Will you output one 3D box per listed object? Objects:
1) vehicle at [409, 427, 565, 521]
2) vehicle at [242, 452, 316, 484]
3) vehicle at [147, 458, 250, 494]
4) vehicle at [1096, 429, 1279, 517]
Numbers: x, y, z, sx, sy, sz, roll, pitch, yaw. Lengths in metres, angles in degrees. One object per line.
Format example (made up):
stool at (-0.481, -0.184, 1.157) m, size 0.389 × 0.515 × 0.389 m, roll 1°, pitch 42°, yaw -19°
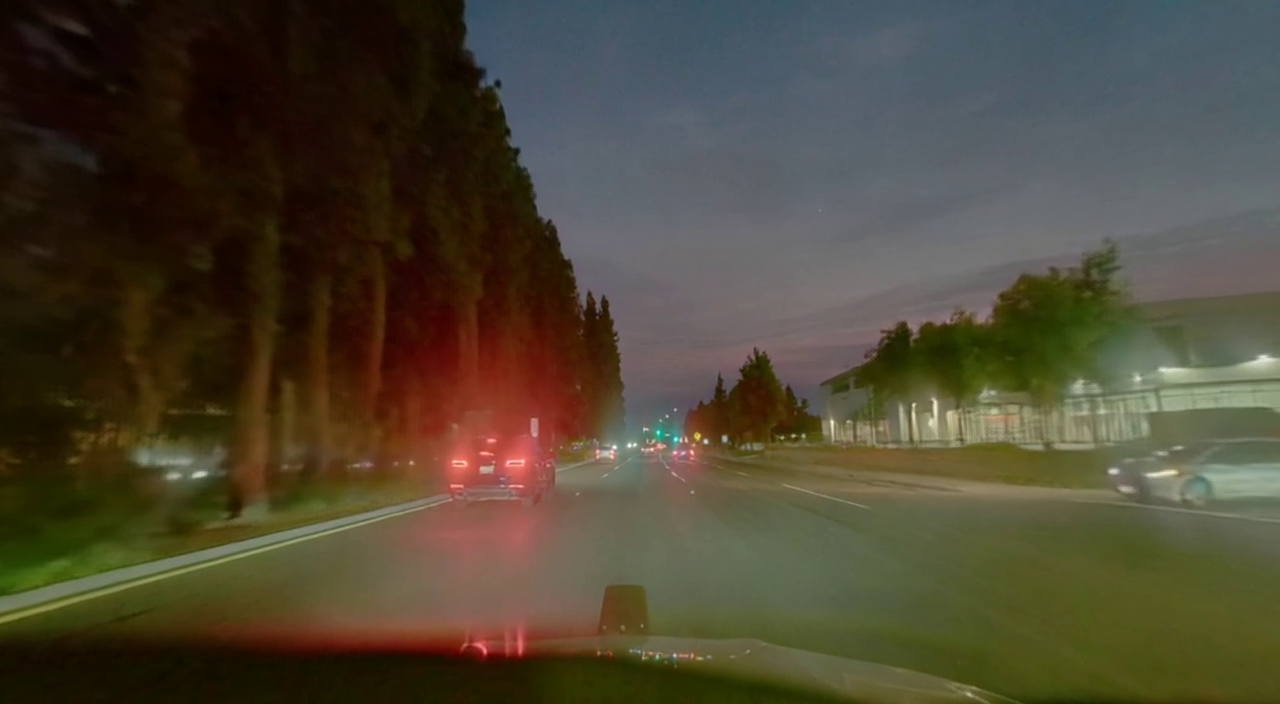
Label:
vehicle at (-3.004, 2.512, 13.573) m, size 2.121 × 1.656 × 4.559 m, roll 0°, pitch -8°, yaw 1°
vehicle at (-22.995, 7.369, 40.439) m, size 1.986 × 1.826 × 5.008 m, roll 0°, pitch -8°, yaw -3°
vehicle at (-21.350, 5.992, 30.732) m, size 1.729 × 1.499 × 4.579 m, roll 0°, pitch -8°, yaw 0°
vehicle at (12.709, 2.471, 13.205) m, size 4.515 × 1.599 × 1.968 m, roll -5°, pitch -10°, yaw 11°
